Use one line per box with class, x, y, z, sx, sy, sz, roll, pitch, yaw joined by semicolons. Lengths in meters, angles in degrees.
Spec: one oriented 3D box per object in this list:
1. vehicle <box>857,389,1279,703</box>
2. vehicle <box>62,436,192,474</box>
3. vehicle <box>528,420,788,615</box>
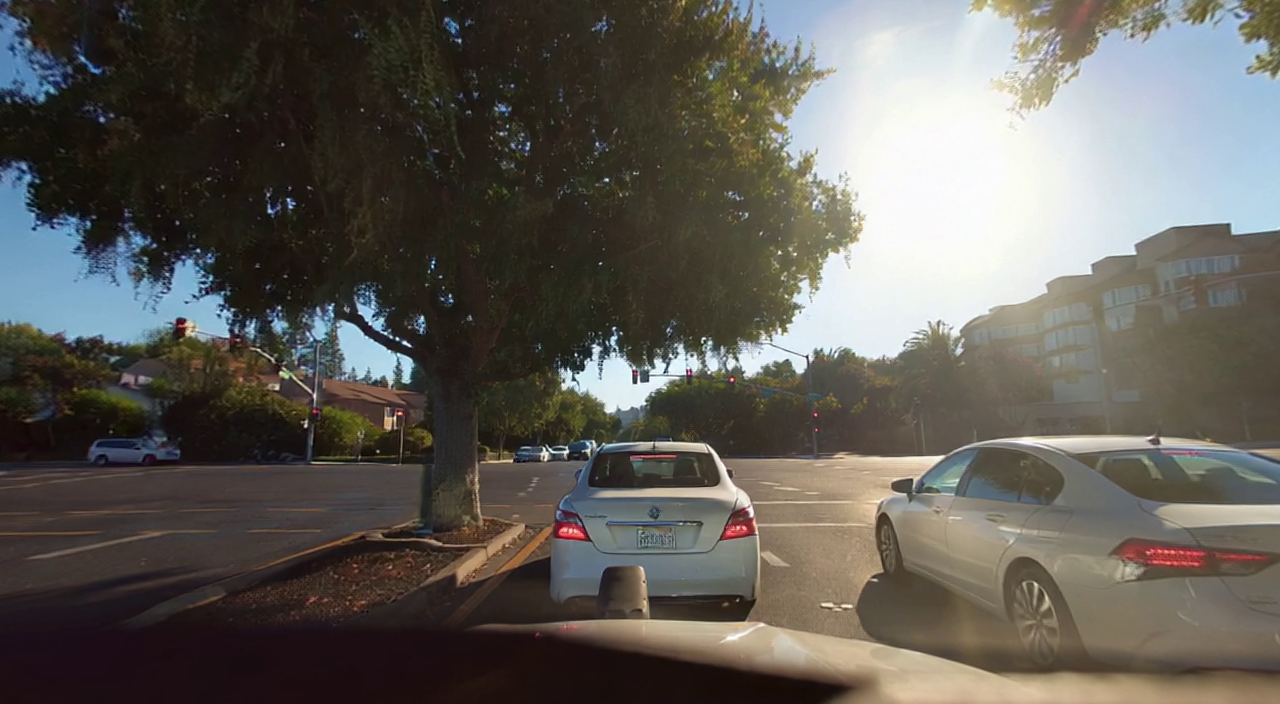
vehicle;3.169;1.124;3.894;1.931;1.493;4.555;0;-8;-1
vehicle;-24.278;4.869;29.983;4.450;1.684;1.894;0;-8;0
vehicle;0.099;1.566;6.879;2.017;1.485;3.813;0;-8;-1
